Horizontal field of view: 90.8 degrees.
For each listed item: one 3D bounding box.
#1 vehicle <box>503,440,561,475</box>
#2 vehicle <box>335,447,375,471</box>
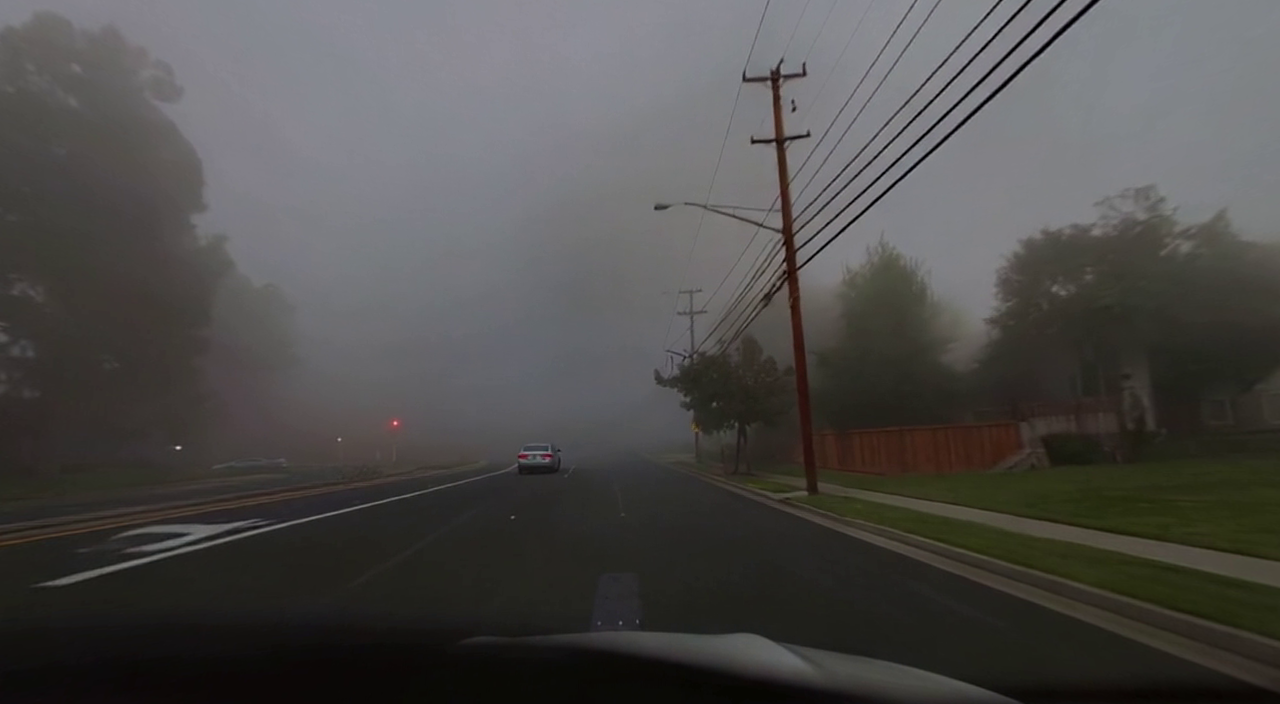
[{"bbox_3d":[-4.898,4.844,29.326,2.041,1.471,4.602,0,-8,-2],"label":"vehicle"},{"bbox_3d":[-21.673,8.050,47.893,2.223,1.673,4.608,5,-10,-30],"label":"vehicle"}]
